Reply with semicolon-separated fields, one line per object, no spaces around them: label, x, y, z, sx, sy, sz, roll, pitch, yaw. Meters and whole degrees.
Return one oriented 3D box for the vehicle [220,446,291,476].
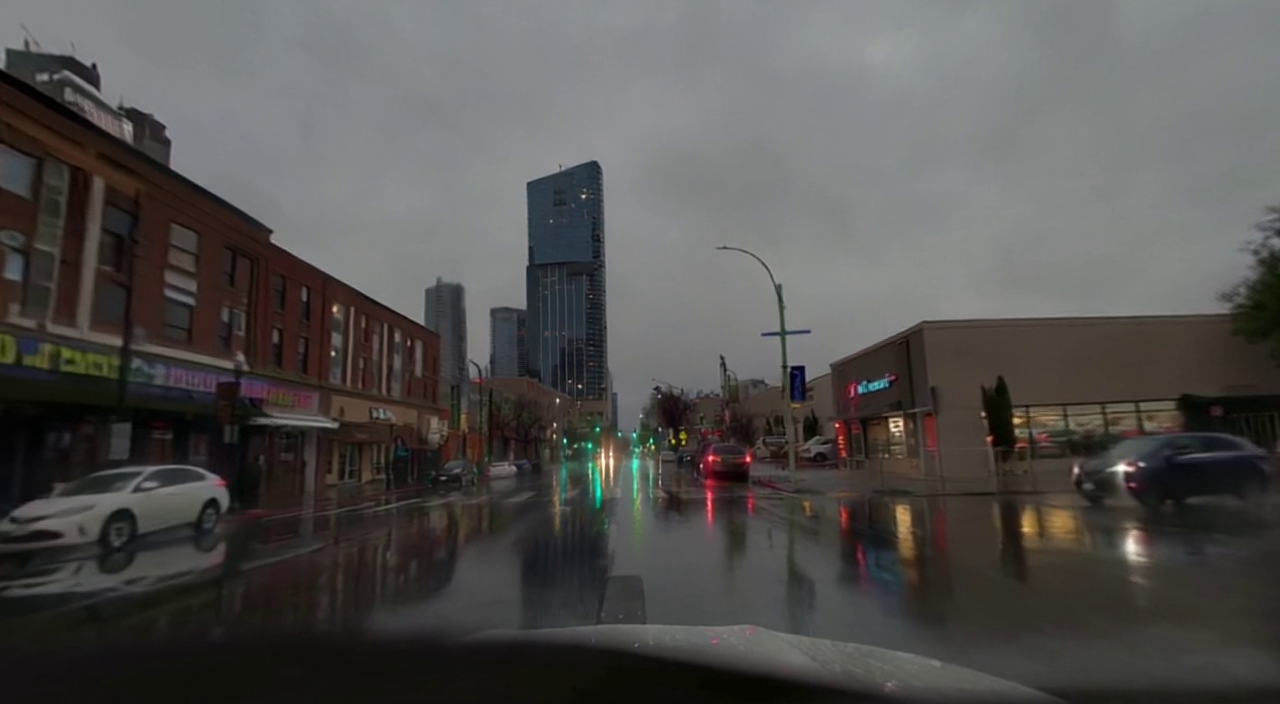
vehicle;-22.587;6.369;37.276;1.778;1.639;4.019;0;-8;-3

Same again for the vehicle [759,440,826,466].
vehicle;10.360;6.885;43.156;4.018;1.645;1.875;1;-8;-5

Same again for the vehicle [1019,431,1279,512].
vehicle;10.698;2.391;12.934;4.611;1.494;1.982;0;-8;-3

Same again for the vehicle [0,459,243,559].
vehicle;-10.962;3.219;13.648;1.943;1.713;4.153;-1;-8;2

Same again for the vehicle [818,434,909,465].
vehicle;13.484;5.905;38.338;4.732;1.746;2.141;0;-8;1

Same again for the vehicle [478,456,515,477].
vehicle;-11.017;8.799;48.835;1.861;1.473;4.633;0;-8;-1

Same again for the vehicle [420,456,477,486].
vehicle;-11.058;6.874;36.871;2.018;1.553;4.407;0;-8;-1

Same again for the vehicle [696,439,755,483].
vehicle;3.745;4.869;28.604;2.118;1.779;5.121;0;-8;2
